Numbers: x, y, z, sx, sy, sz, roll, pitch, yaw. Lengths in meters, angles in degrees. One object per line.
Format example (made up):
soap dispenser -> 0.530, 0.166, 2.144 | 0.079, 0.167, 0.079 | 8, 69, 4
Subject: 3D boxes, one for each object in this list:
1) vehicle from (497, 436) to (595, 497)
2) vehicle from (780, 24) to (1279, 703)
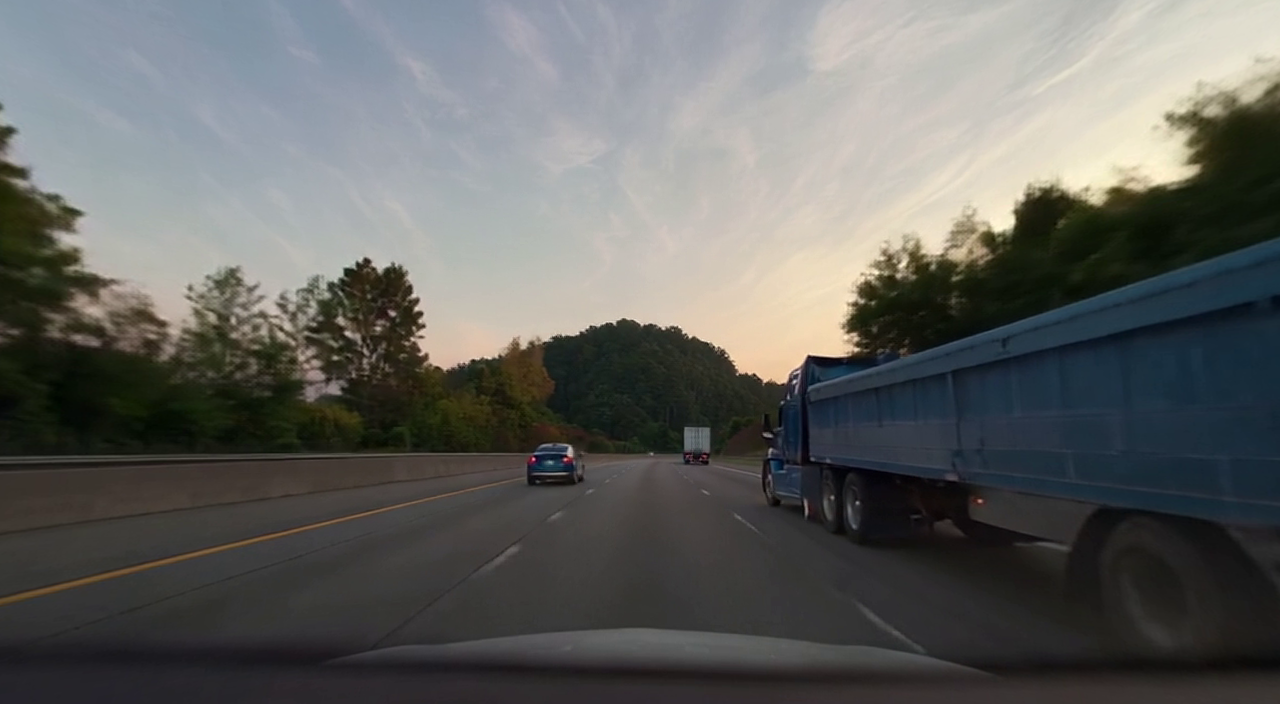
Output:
vehicle -> -2.761, 3.523, 19.705 | 2.297, 1.683, 4.385 | 0, -9, 1
vehicle -> 4.311, 0.666, 5.497 | 2.868, 3.427, 14.032 | 0, -9, 0
